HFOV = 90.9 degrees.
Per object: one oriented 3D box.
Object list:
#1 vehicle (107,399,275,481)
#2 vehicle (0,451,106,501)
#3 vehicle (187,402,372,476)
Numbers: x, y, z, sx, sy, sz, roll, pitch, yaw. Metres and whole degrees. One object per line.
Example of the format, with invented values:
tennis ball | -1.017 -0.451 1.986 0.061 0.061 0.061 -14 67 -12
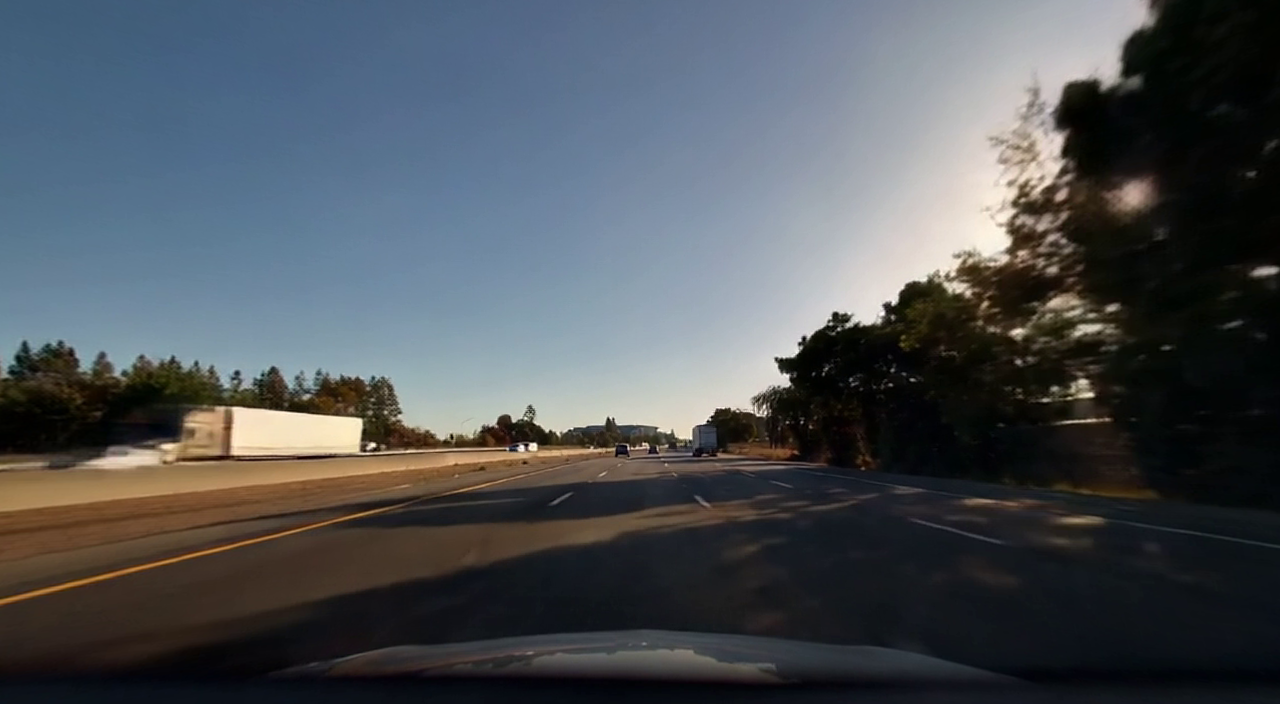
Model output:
vehicle | -24.583 4.950 35.321 3.067 4.012 8.258 0 -8 1
vehicle | -20.769 4.113 21.293 1.818 1.508 4.118 0 -8 1
vehicle | -24.474 6.287 44.999 2.922 4.226 16.885 0 -8 2
